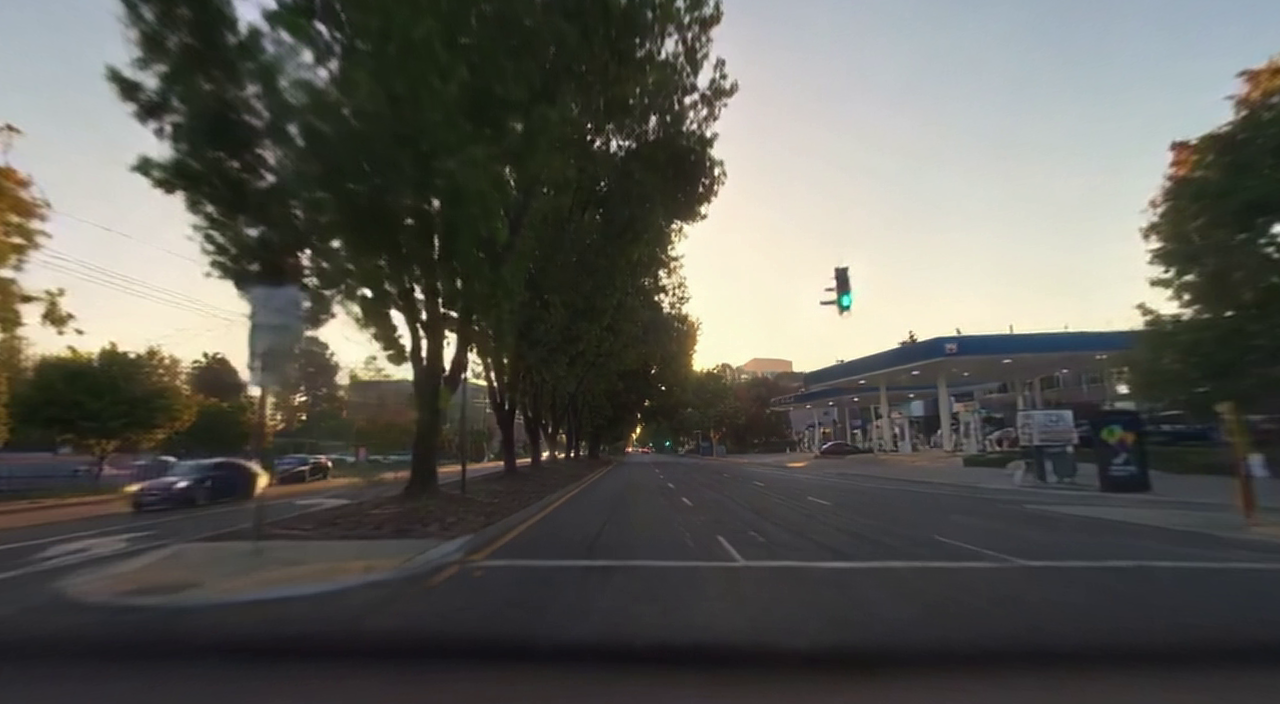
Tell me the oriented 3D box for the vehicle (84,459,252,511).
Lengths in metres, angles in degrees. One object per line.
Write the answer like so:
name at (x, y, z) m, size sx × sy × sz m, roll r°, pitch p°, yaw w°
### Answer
vehicle at (-15.886, 4.465, 21.709) m, size 1.971 × 1.492 × 4.878 m, roll 0°, pitch -9°, yaw 0°

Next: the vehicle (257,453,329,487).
vehicle at (-22.330, 7.602, 40.917) m, size 2.076 × 1.927 × 4.749 m, roll -2°, pitch -9°, yaw -2°
